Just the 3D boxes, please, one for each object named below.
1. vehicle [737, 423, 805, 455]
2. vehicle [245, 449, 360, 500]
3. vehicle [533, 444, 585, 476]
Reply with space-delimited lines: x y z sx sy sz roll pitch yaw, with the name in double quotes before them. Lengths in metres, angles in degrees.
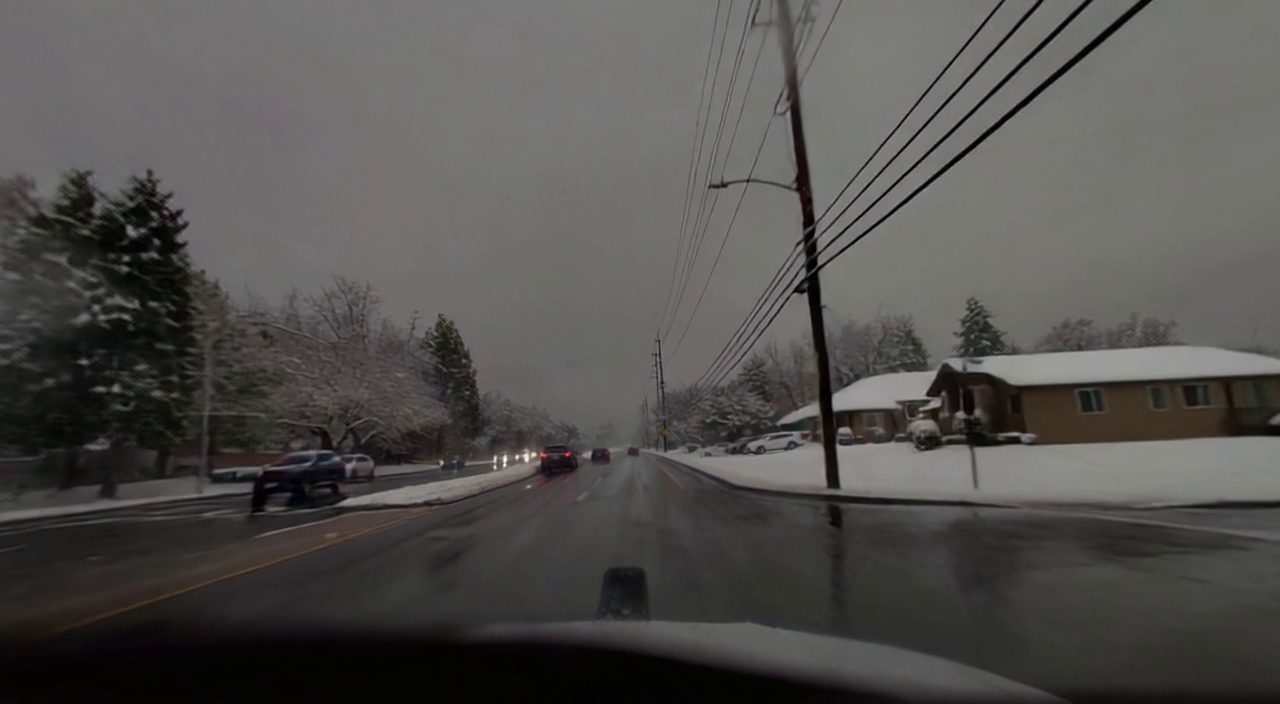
"vehicle" 10.221 6.827 49.453 4.610 1.853 2.265 -7 -9 -4
"vehicle" -12.425 4.498 23.562 1.954 1.648 4.287 0 -8 -1
"vehicle" -3.958 5.358 31.579 2.084 1.466 4.522 0 -8 -2
